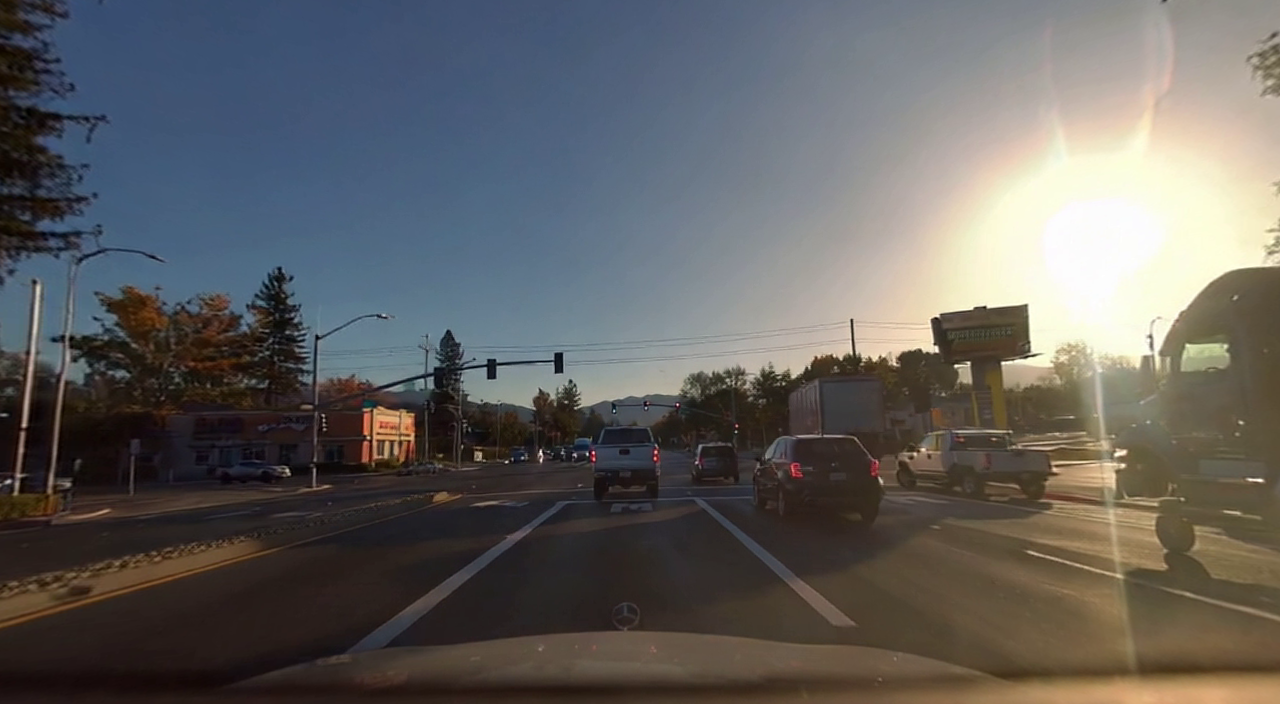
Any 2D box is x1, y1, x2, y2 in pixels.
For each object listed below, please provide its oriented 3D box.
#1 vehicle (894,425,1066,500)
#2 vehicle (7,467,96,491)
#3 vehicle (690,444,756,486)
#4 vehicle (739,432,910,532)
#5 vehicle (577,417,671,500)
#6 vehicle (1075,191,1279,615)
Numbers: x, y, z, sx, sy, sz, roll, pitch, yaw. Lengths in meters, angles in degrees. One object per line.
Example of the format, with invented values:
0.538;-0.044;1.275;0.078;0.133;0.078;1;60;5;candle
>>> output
10.229;3.395;19.759;2.163;1.973;5.692;0;-9;-1;vehicle
-38.172;8.221;41.011;4.150;1.474;1.826;-2;-9;7;vehicle
3.151;4.420;25.006;1.922;1.483;4.436;0;-9;-1;vehicle
3.363;2.472;12.713;1.905;1.587;4.998;0;-9;0;vehicle
-0.461;3.236;19.460;2.499;2.183;5.111;0;-9;-1;vehicle
6.473;0.165;3.443;2.802;3.322;7.429;0;-9;0;vehicle
